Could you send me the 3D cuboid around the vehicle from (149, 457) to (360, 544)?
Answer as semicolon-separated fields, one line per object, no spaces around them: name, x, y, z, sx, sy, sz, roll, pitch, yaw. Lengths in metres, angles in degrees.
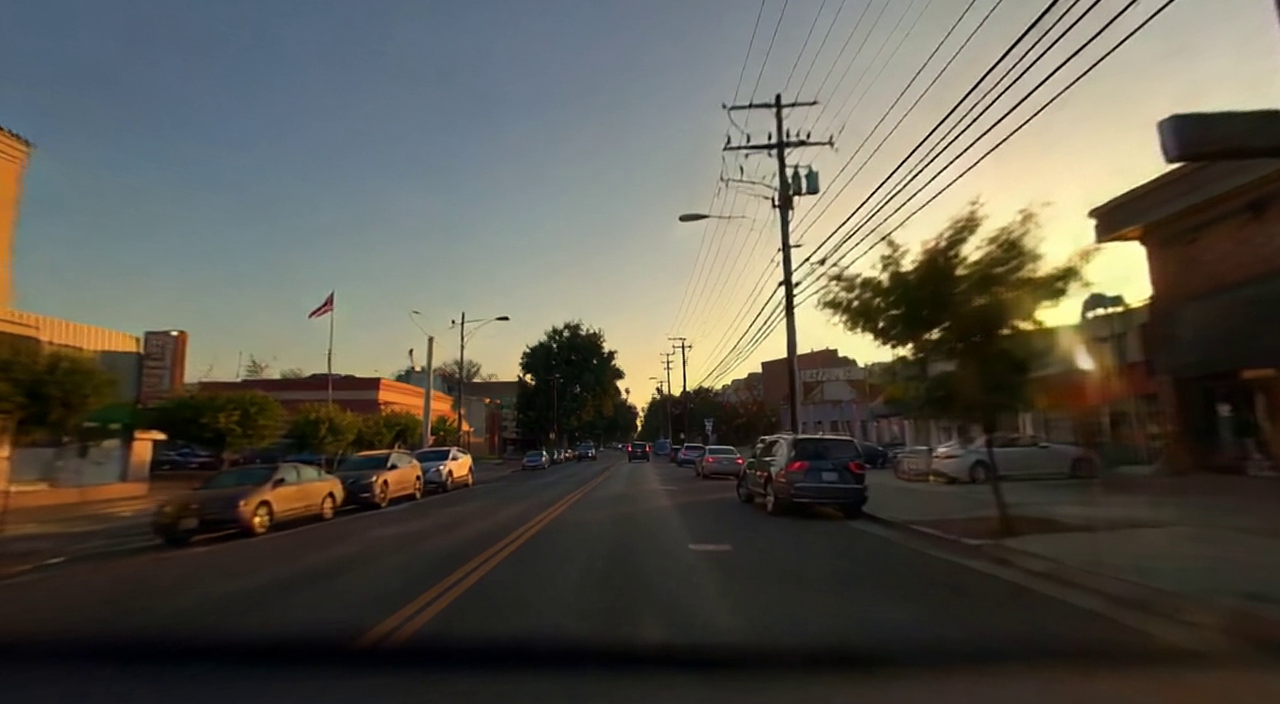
vehicle;-8.648;3.321;14.862;2.022;1.501;4.860;0;-7;-1

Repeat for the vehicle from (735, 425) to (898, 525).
vehicle;3.520;2.566;13.730;2.088;1.765;4.704;0;-9;-1

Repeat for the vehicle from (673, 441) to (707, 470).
vehicle;3.336;7.098;43.276;2.025;1.843;4.883;-1;-10;1

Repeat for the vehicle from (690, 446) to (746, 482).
vehicle;3.464;5.039;28.739;1.866;1.439;4.482;0;-9;-1

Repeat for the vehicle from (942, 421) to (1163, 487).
vehicle;11.282;2.830;17.586;4.711;1.587;1.909;-2;-8;3

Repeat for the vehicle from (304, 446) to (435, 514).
vehicle;-8.500;4.006;20.422;2.045;1.820;4.858;0;-7;0
